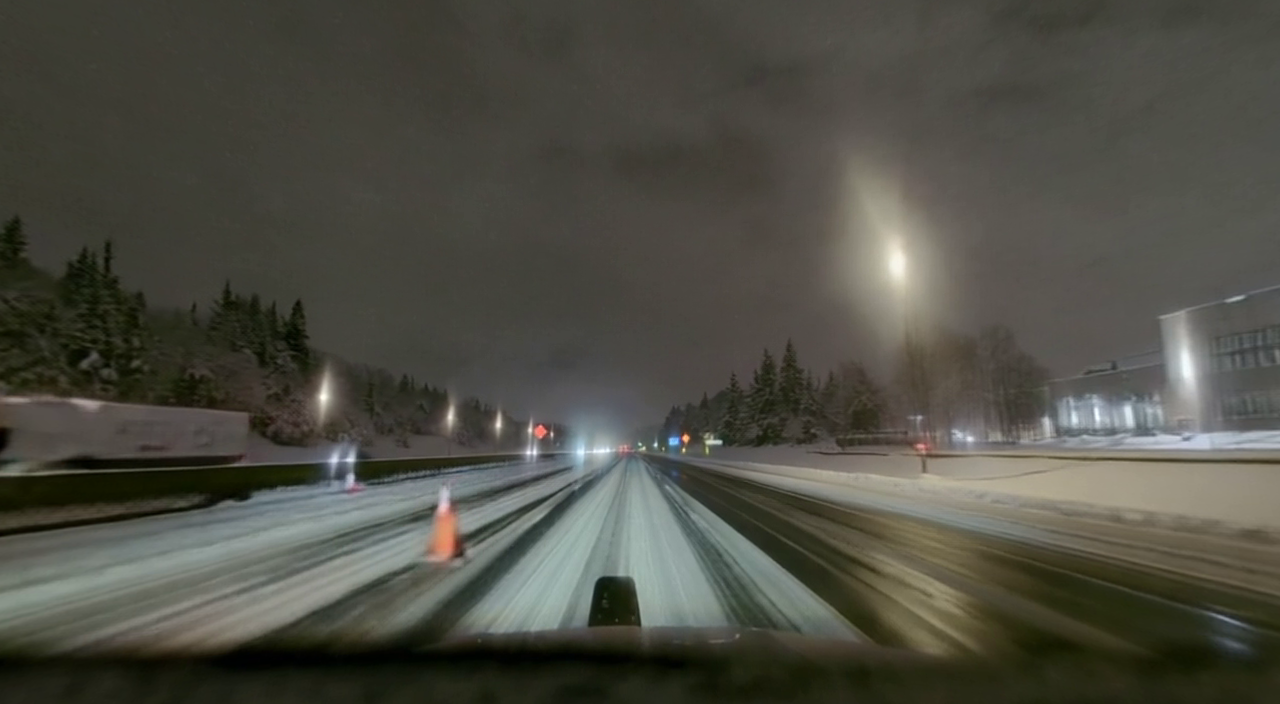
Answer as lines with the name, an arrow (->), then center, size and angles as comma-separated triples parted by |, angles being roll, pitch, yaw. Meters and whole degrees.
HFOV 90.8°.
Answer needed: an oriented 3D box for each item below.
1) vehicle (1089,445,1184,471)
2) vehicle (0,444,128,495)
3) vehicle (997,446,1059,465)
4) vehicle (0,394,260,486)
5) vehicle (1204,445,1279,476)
vehicle -> 29.750, 6.363, 37.934 | 3.988, 1.507, 1.965 | 0, -10, 1
vehicle -> -20.848, 3.996, 21.812 | 1.932, 1.556, 5.257 | 0, -9, 0
vehicle -> 29.798, 7.939, 48.587 | 3.595, 1.393, 1.803 | 0, -9, -2
vehicle -> -27.971, 5.101, 35.802 | 2.877, 3.965, 16.520 | 0, -9, -1
vehicle -> 30.161, 5.228, 30.628 | 3.771, 1.435, 1.944 | 0, -8, -2
